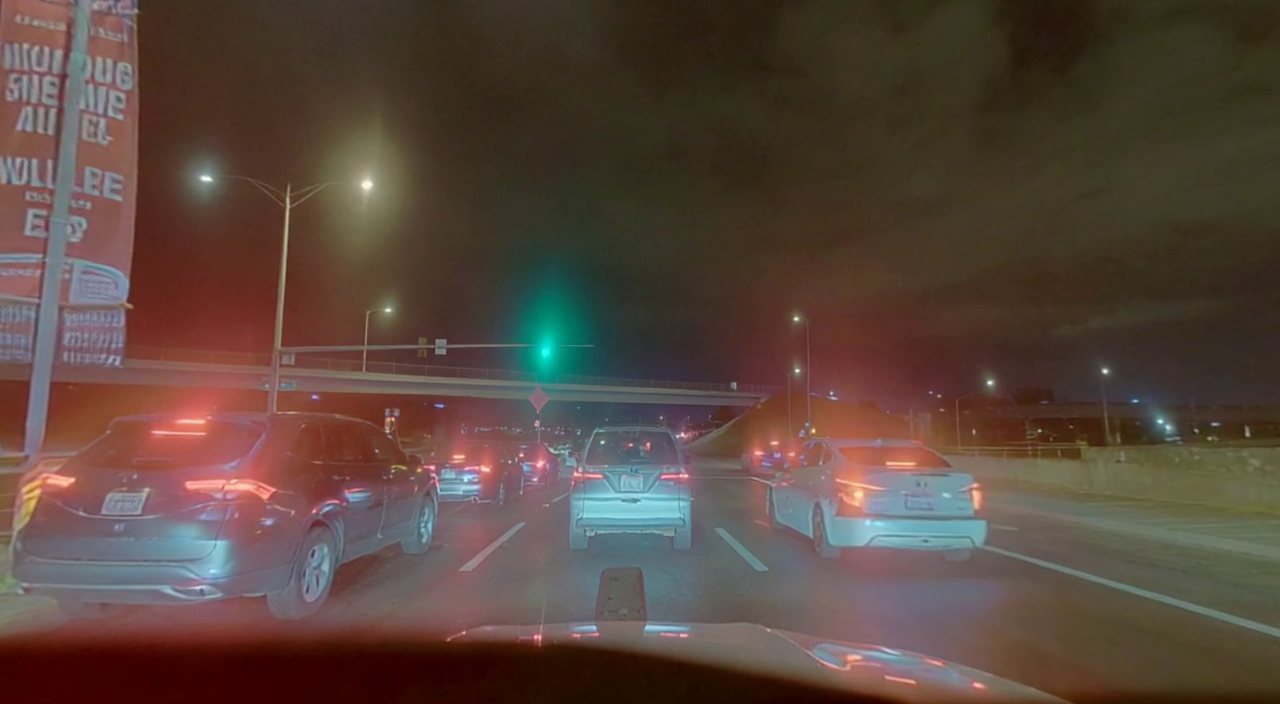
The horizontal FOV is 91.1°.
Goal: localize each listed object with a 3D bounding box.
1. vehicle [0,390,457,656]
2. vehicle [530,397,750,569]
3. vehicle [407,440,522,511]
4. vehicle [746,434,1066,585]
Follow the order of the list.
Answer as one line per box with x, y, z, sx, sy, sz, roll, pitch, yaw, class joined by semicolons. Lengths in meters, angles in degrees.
-3.498;1.422;6.269;2.039;1.709;4.265;0;-9;0;vehicle
-0.080;1.767;9.211;2.409;1.864;4.471;0;-9;-2;vehicle
-4.154;2.946;15.431;1.797;1.505;3.506;0;-9;0;vehicle
3.069;1.936;8.772;2.228;1.472;4.939;0;-9;-1;vehicle
